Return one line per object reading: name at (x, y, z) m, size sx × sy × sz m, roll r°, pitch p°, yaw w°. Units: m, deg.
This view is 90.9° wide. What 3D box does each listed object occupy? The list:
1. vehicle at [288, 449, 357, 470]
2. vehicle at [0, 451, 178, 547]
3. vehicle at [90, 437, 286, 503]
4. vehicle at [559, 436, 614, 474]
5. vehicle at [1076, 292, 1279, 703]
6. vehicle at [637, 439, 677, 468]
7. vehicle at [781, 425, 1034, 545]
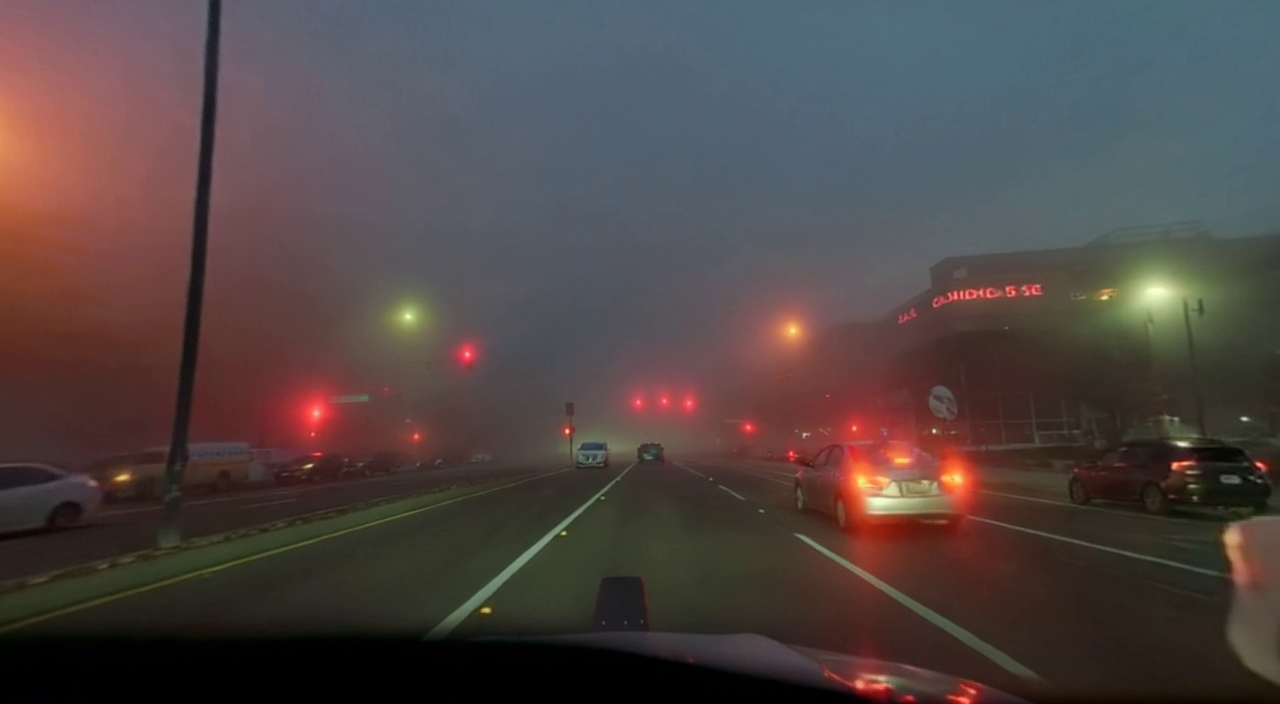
vehicle at (-24.888, 8.431, 49.491) m, size 4.687 × 1.482 × 1.914 m, roll 4°, pitch -9°, yaw -28°
vehicle at (-10.978, 2.549, 11.403) m, size 1.884 × 1.456 × 4.356 m, roll 0°, pitch -8°, yaw 1°
vehicle at (-14.999, 3.916, 21.560) m, size 2.337 × 1.895 × 5.872 m, roll 0°, pitch -8°, yaw 0°
vehicle at (-2.452, 4.856, 29.939) m, size 2.057 × 1.678 × 4.639 m, roll -1°, pitch -8°, yaw 2°
vehicle at (3.357, 0.469, 0.662) m, size 2.282 × 1.797 × 4.924 m, roll 0°, pitch -8°, yaw 1°
vehicle at (0.920, 5.553, 34.671) m, size 2.059 × 1.477 × 3.988 m, roll 0°, pitch -8°, yaw 1°
vehicle at (3.949, 2.052, 10.515) m, size 2.109 × 1.510 × 4.927 m, roll 0°, pitch -8°, yaw 1°
